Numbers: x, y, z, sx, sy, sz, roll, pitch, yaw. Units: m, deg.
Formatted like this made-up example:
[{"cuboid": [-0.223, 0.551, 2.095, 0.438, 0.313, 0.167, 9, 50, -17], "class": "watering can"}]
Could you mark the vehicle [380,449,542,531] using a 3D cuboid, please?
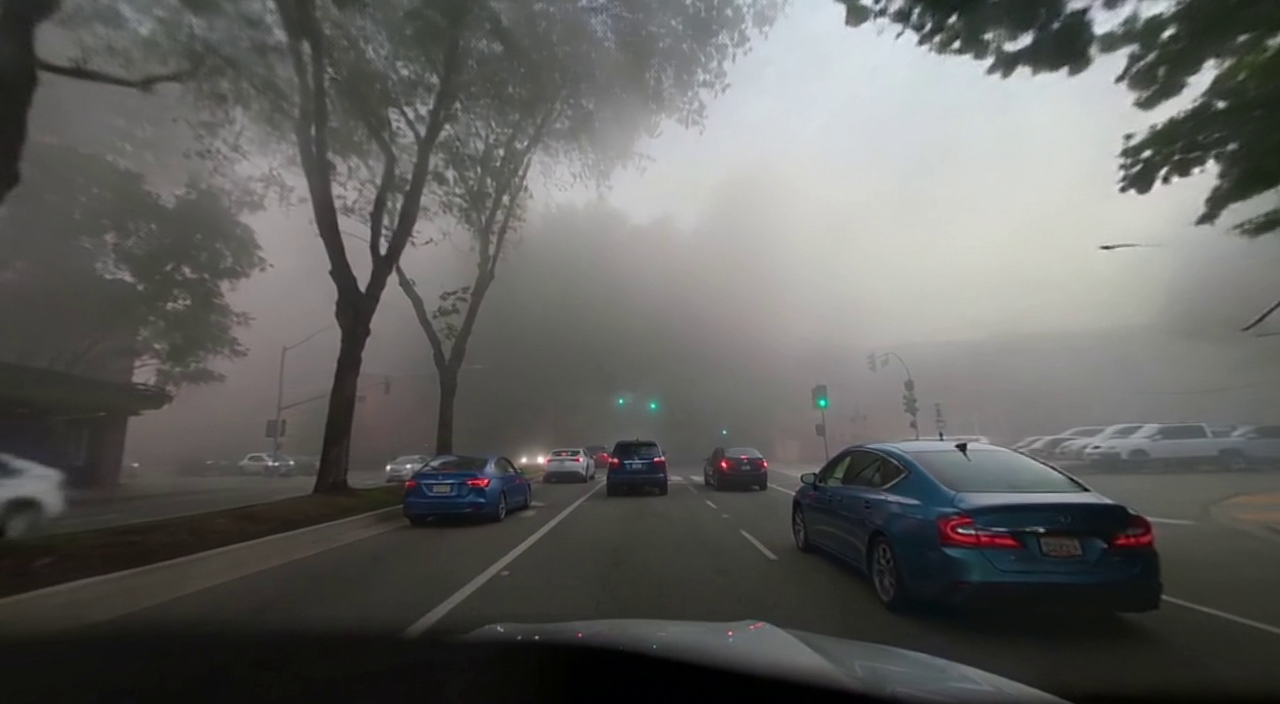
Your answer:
[{"cuboid": [-3.417, 2.696, 12.929, 2.115, 1.369, 3.908, 0, -8, 1], "class": "vehicle"}]

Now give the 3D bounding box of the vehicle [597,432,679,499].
[{"cuboid": [-0.055, 3.615, 20.515, 2.361, 1.898, 4.465, 0, -8, 0], "class": "vehicle"}]

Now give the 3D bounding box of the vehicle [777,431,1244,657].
[{"cuboid": [2.955, 1.611, 6.505, 2.052, 1.475, 4.540, 0, -8, 0], "class": "vehicle"}]

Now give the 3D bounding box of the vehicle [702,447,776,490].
[{"cuboid": [3.600, 4.329, 23.828, 2.058, 1.472, 4.317, 0, -8, -1], "class": "vehicle"}]

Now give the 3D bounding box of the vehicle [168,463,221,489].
[{"cuboid": [-28.930, 8.002, 40.847, 4.549, 1.452, 1.921, -8, -12, 44], "class": "vehicle"}]

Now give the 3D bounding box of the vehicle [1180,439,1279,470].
[{"cuboid": [33.423, 5.685, 35.092, 4.534, 1.680, 2.002, -3, -9, 22], "class": "vehicle"}]

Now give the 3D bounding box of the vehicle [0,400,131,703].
[{"cuboid": [-4.112, 0.781, 1.516, 2.173, 1.536, 4.285, 0, -8, 0], "class": "vehicle"}]

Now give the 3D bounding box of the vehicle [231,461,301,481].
[{"cuboid": [-29.600, 9.371, 49.888, 4.488, 1.445, 2.098, -2, -9, 13], "class": "vehicle"}]

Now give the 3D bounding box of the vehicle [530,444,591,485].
[{"cuboid": [-3.464, 4.956, 28.137, 2.130, 1.645, 3.995, 0, -8, 1], "class": "vehicle"}]
